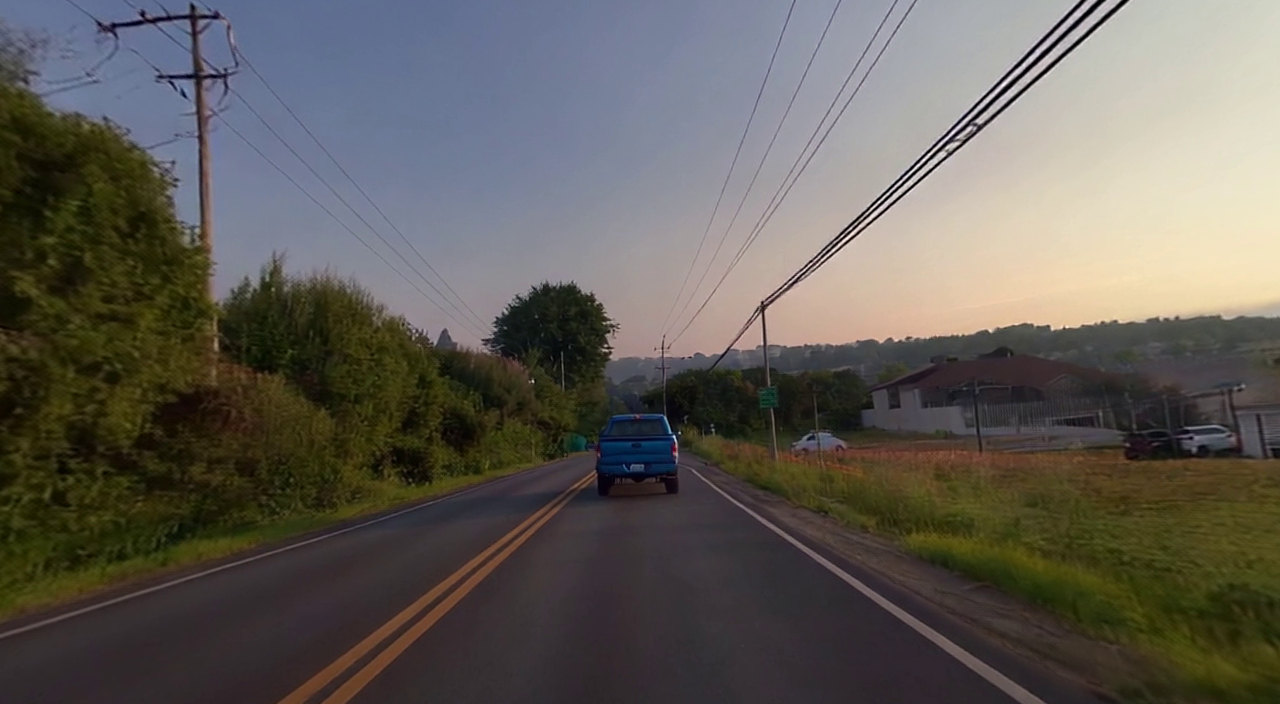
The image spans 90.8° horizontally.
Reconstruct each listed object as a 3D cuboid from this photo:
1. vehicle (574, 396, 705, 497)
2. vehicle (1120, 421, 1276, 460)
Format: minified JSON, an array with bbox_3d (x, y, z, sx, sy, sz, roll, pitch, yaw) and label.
[{"bbox_3d":[-0.047,2.729,18.428,3.021,2.326,7.410,0,-8,-1],"label":"vehicle"},{"bbox_3d":[31.452,5.077,35.987,2.323,2.002,6.310,2,-9,-13],"label":"vehicle"}]
